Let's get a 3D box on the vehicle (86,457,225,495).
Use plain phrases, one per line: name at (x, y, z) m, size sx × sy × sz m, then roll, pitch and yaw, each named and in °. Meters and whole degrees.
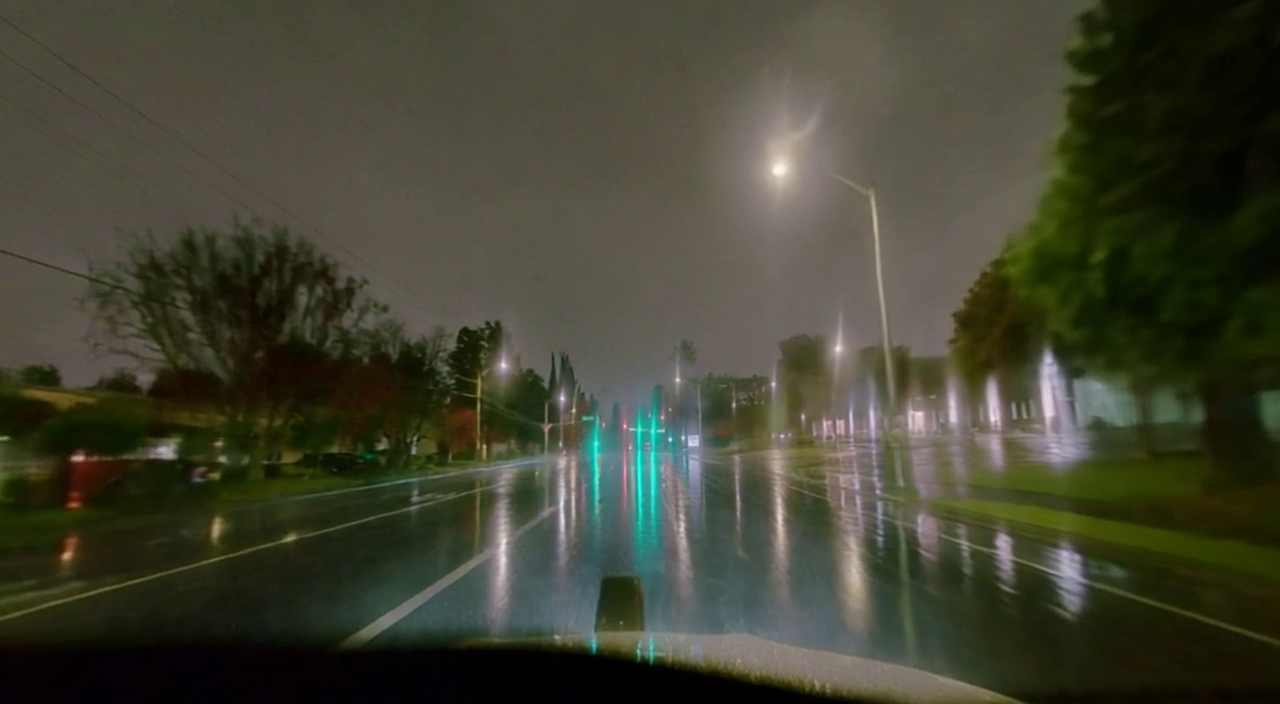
vehicle at (-21.662, 5.501, 28.407) m, size 1.859 × 1.461 × 4.646 m, roll -9°, pitch -12°, yaw 44°
